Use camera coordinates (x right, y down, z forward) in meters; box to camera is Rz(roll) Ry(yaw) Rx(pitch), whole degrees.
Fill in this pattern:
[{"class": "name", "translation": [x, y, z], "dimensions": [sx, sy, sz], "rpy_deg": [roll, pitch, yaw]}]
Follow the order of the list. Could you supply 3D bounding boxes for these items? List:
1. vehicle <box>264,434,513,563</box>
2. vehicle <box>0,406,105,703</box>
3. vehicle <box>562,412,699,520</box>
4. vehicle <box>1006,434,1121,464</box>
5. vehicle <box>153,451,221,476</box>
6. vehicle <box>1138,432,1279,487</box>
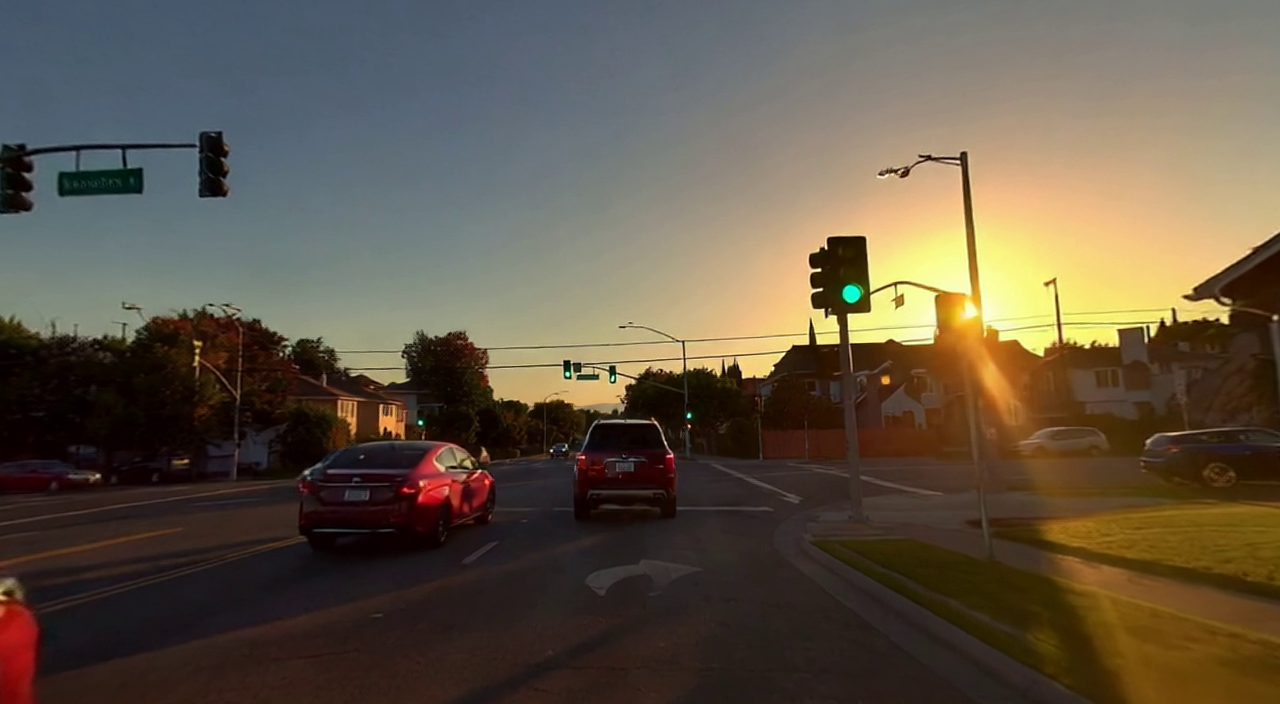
[{"class": "vehicle", "translation": [-3.347, 2.015, 9.520], "dimensions": [1.934, 1.459, 4.368], "rpy_deg": [0, -8, 0]}, {"class": "vehicle", "translation": [-3.388, 0.663, 0.380], "dimensions": [1.977, 1.488, 4.741], "rpy_deg": [0, -8, 0]}, {"class": "vehicle", "translation": [-0.189, 2.341, 13.473], "dimensions": [2.396, 1.881, 4.606], "rpy_deg": [0, -8, -1]}, {"class": "vehicle", "translation": [21.339, 4.919, 32.006], "dimensions": [4.353, 1.431, 1.876], "rpy_deg": [-2, -9, 14]}, {"class": "vehicle", "translation": [-31.283, 7.668, 43.813], "dimensions": [2.113, 1.603, 4.222], "rpy_deg": [1, -9, -10]}, {"class": "vehicle", "translation": [17.228, 2.980, 17.653], "dimensions": [4.715, 1.439, 1.874], "rpy_deg": [-2, -9, 14]}]
